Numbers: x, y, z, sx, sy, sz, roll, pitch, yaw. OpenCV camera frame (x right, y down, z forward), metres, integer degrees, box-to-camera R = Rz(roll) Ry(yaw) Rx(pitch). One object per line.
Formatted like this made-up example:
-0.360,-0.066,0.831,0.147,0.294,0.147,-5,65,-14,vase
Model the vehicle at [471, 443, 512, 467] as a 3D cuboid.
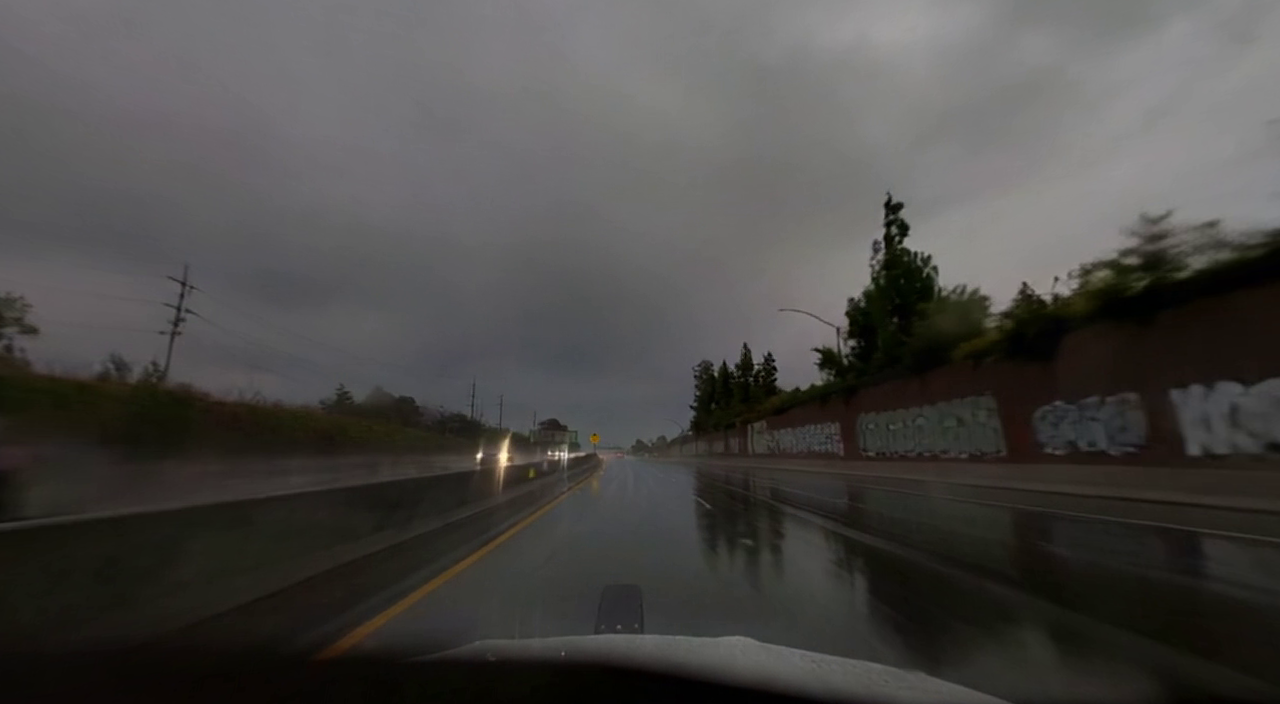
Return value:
-9.995,6.979,42.519,1.834,1.482,3.947,0,-9,0,vehicle
